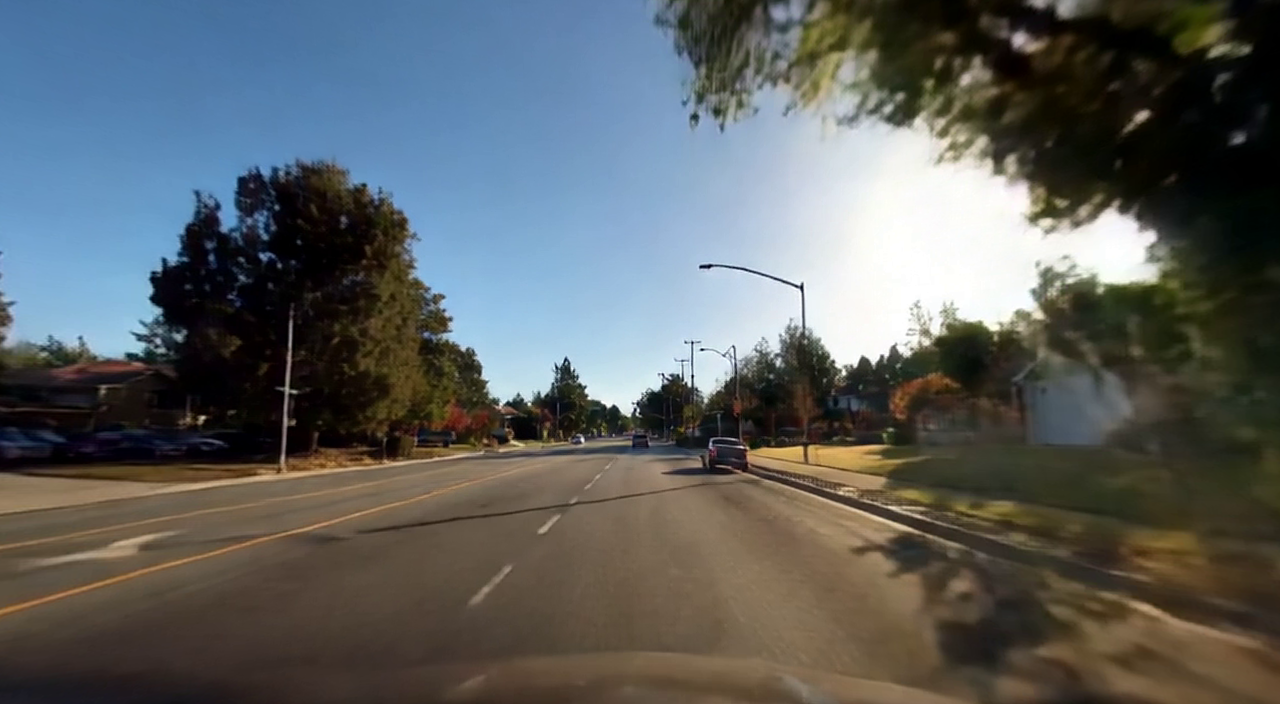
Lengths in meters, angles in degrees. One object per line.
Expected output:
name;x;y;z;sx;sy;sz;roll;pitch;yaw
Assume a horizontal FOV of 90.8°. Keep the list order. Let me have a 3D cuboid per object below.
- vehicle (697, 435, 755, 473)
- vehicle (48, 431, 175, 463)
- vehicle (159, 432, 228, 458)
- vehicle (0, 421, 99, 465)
vehicle;3.739;4.461;28.044;1.942;1.502;4.244;0;-7;0
vehicle;-26.812;4.822;32.243;4.450;1.472;1.982;1;-8;-16
vehicle;-27.666;5.755;39.330;1.753;1.424;4.492;0;-7;-11
vehicle;-27.554;3.988;27.880;5.295;1.839;2.205;0;-7;2
